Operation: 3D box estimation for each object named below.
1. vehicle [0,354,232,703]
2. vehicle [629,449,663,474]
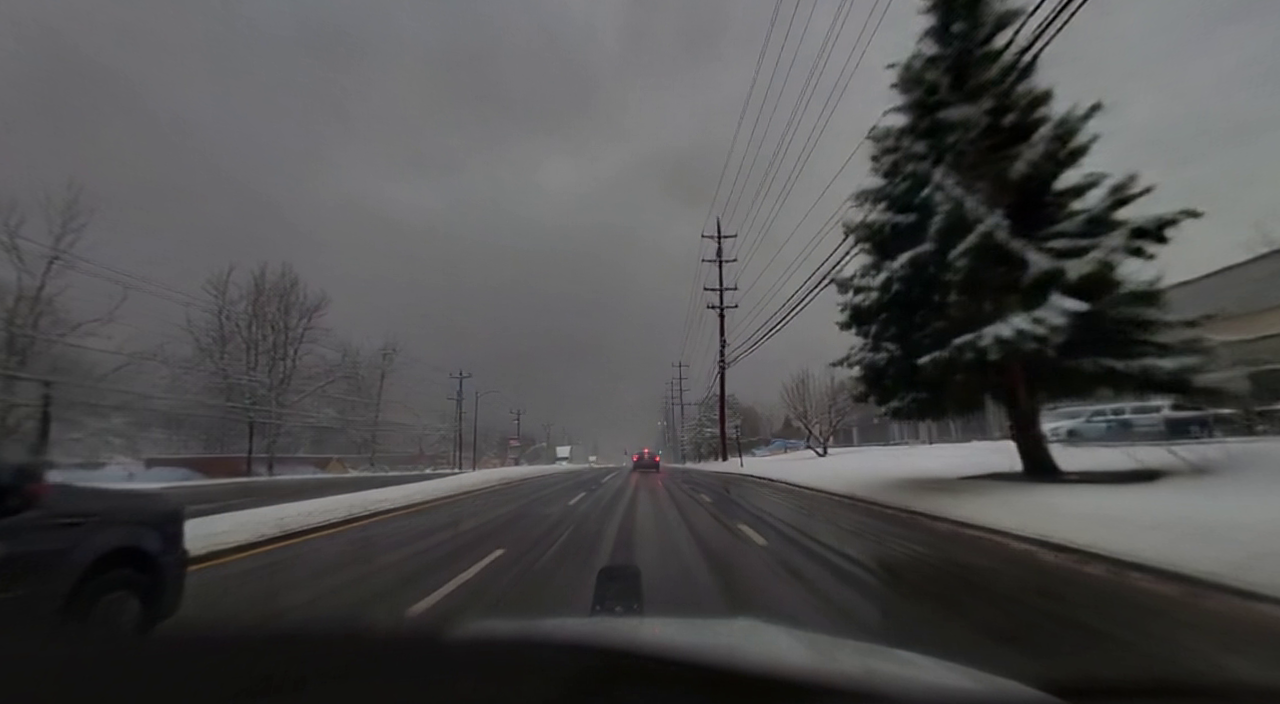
[{"bbox_3d":[-3.592,0.704,1.413,2.169,1.679,4.723,0,-8,0],"label":"vehicle"},{"bbox_3d":[0.350,7.091,41.110,2.114,1.492,4.453,0,-8,-1],"label":"vehicle"}]
